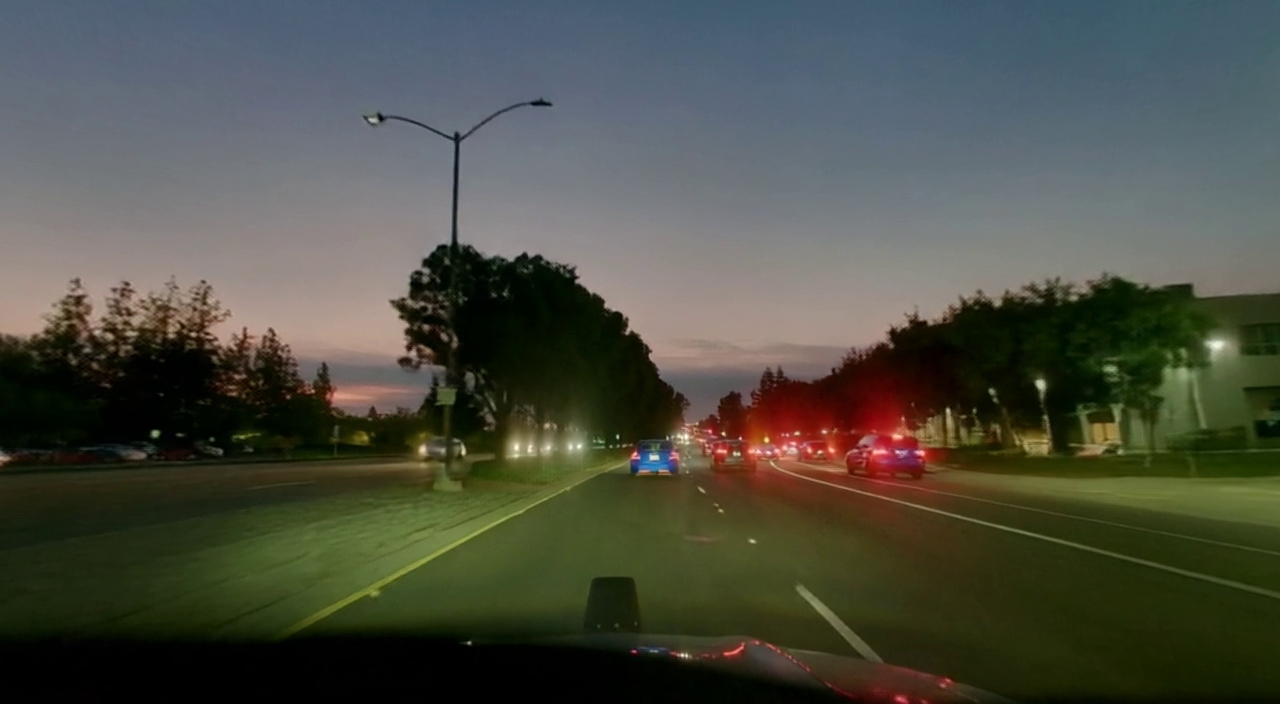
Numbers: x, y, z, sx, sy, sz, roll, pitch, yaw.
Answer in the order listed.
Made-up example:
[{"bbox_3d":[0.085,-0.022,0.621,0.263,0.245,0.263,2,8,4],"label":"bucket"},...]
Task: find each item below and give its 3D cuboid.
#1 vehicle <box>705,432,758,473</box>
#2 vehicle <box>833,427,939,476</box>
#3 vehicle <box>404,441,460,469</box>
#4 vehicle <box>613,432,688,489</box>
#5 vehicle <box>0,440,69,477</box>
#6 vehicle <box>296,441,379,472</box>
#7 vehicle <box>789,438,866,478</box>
[{"bbox_3d":[4.308,4.814,30.233,1.976,1.796,4.159,0,-8,1],"label":"vehicle"},{"bbox_3d":[11.527,4.749,30.256,2.493,2.084,6.892,0,-8,1],"label":"vehicle"},{"bbox_3d":[-12.473,6.173,38.014,1.869,1.549,4.675,1,-8,-1],"label":"vehicle"},{"bbox_3d":[0.352,3.414,20.189,2.145,1.603,4.369,0,-8,1],"label":"vehicle"},{"bbox_3d":[-27.487,4.621,27.315,3.405,1.540,1.782,2,-9,-8],"label":"vehicle"},{"bbox_3d":[-15.984,5.518,33.561,2.036,1.524,4.590,0,-8,1],"label":"vehicle"},{"bbox_3d":[7.682,4.366,26.205,1.928,1.488,4.361,0,-8,1],"label":"vehicle"}]
